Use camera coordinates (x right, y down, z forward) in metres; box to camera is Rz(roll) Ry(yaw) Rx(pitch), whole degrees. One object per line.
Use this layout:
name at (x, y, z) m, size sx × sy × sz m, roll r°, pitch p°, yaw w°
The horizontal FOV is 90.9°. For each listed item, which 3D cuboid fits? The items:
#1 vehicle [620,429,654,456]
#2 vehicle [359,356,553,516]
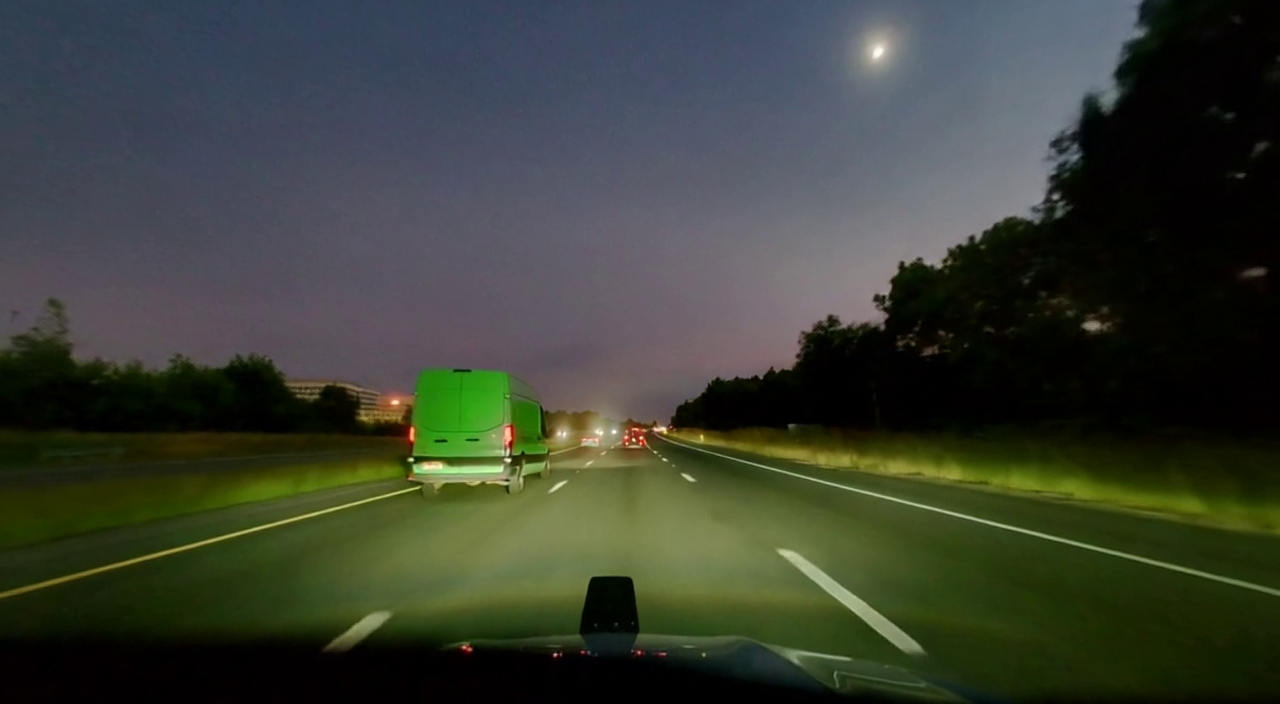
vehicle at (-0.222, 5.911, 41.131) m, size 2.104 × 1.646 × 4.176 m, roll 0°, pitch -8°, yaw -1°
vehicle at (-3.371, 1.744, 13.170) m, size 2.424 × 2.577 × 5.828 m, roll 0°, pitch -8°, yaw -2°
